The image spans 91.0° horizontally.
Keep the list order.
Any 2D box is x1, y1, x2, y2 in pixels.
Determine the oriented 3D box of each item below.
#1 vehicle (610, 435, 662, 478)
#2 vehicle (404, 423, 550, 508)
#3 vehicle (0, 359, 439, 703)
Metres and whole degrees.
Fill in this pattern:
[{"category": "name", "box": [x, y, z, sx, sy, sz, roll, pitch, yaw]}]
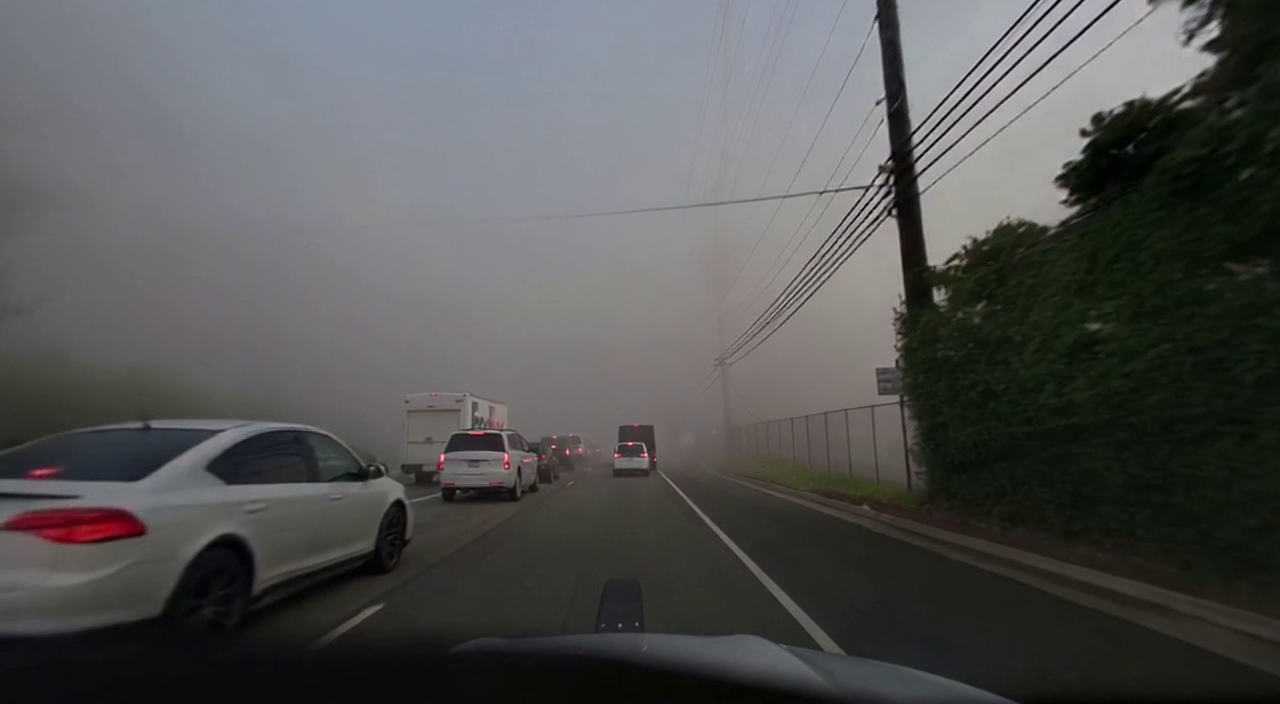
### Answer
[{"category": "vehicle", "box": [-0.203, 4.417, 26.890, 2.055, 1.671, 4.147, 0, -8, -1]}, {"category": "vehicle", "box": [-3.843, 2.789, 15.955, 2.263, 1.803, 4.868, 0, -8, 2]}, {"category": "vehicle", "box": [-3.416, 1.213, 4.847, 2.057, 1.673, 4.934, 0, -8, 1]}]
